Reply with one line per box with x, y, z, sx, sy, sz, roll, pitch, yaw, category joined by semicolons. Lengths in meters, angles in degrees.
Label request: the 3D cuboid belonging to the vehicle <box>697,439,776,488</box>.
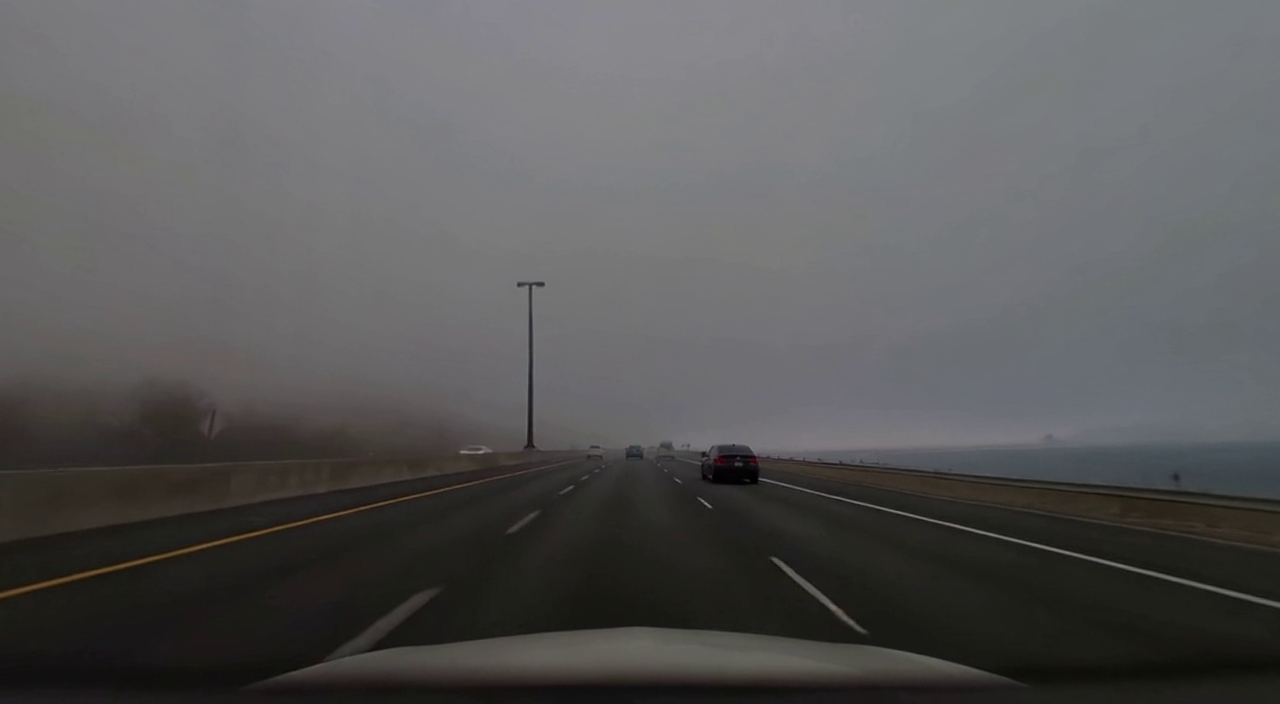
3.153;3.753;21.614;1.890;1.490;4.373;0;-8;-2;vehicle
